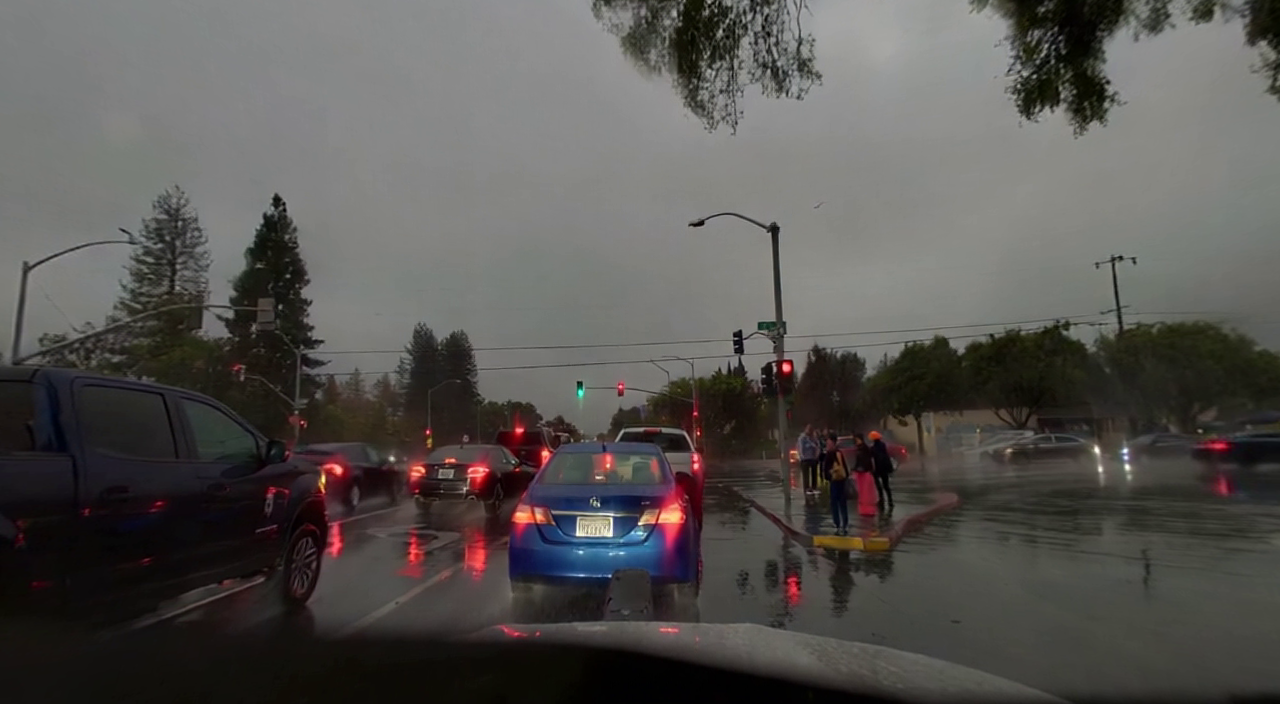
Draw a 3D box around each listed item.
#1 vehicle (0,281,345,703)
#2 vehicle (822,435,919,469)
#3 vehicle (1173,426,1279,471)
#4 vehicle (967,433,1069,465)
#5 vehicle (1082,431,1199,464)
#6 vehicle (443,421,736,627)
[{"bbox_3d":[-3.690,0.748,2.834,2.202,1.961,4.980,0,-9,1],"label":"vehicle"},{"bbox_3d":[12.203,5.339,33.626,4.394,1.724,1.886,0,-9,1],"label":"vehicle"},{"bbox_3d":[24.086,3.681,24.146,5.192,1.620,2.072,-1,-9,5],"label":"vehicle"},{"bbox_3d":[21.946,5.652,36.720,4.529,1.786,2.110,0,-9,2],"label":"vehicle"},{"bbox_3d":[29.067,5.568,36.733,4.967,1.794,2.044,-1,-9,2],"label":"vehicle"},{"bbox_3d":[-0.367,1.599,6.913,2.144,1.497,4.446,0,-9,0],"label":"vehicle"}]
